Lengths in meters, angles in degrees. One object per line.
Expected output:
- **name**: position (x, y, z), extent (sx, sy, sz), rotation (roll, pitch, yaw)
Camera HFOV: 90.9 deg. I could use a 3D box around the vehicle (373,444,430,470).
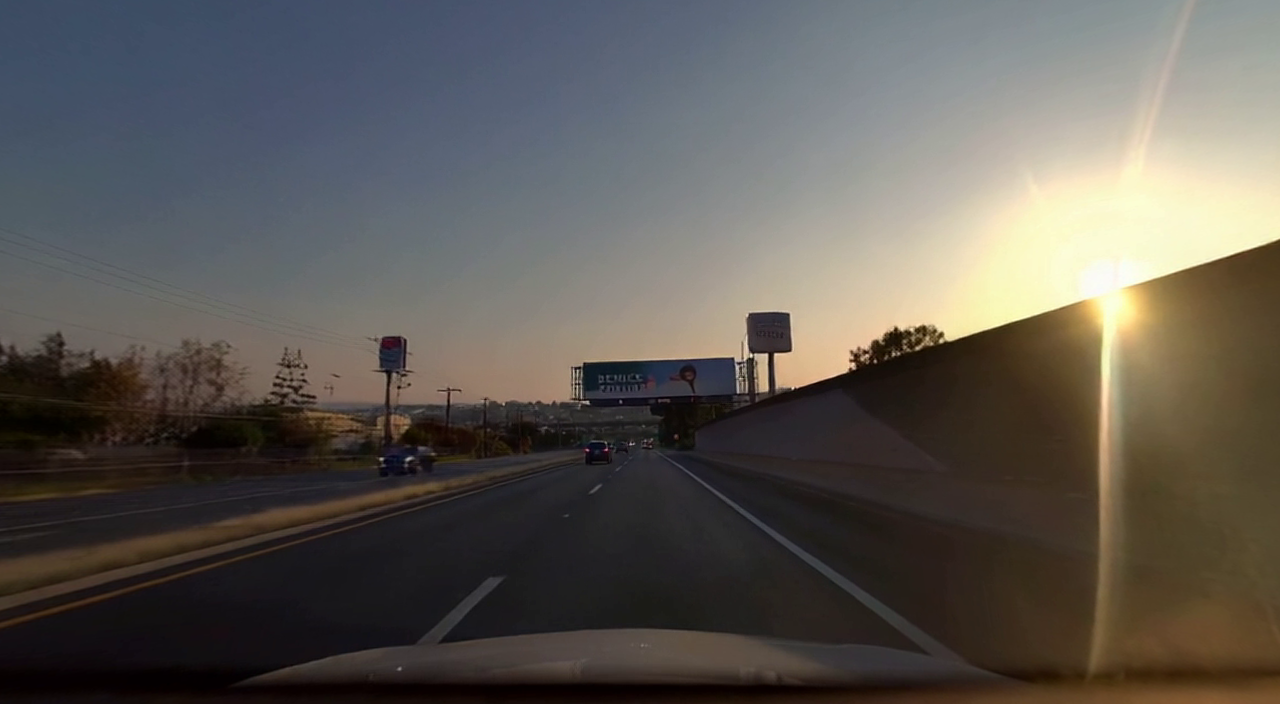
- **vehicle**: position (-16.758, 7.401, 44.546), extent (2.022, 1.697, 4.856), rotation (-1, -8, 1)
